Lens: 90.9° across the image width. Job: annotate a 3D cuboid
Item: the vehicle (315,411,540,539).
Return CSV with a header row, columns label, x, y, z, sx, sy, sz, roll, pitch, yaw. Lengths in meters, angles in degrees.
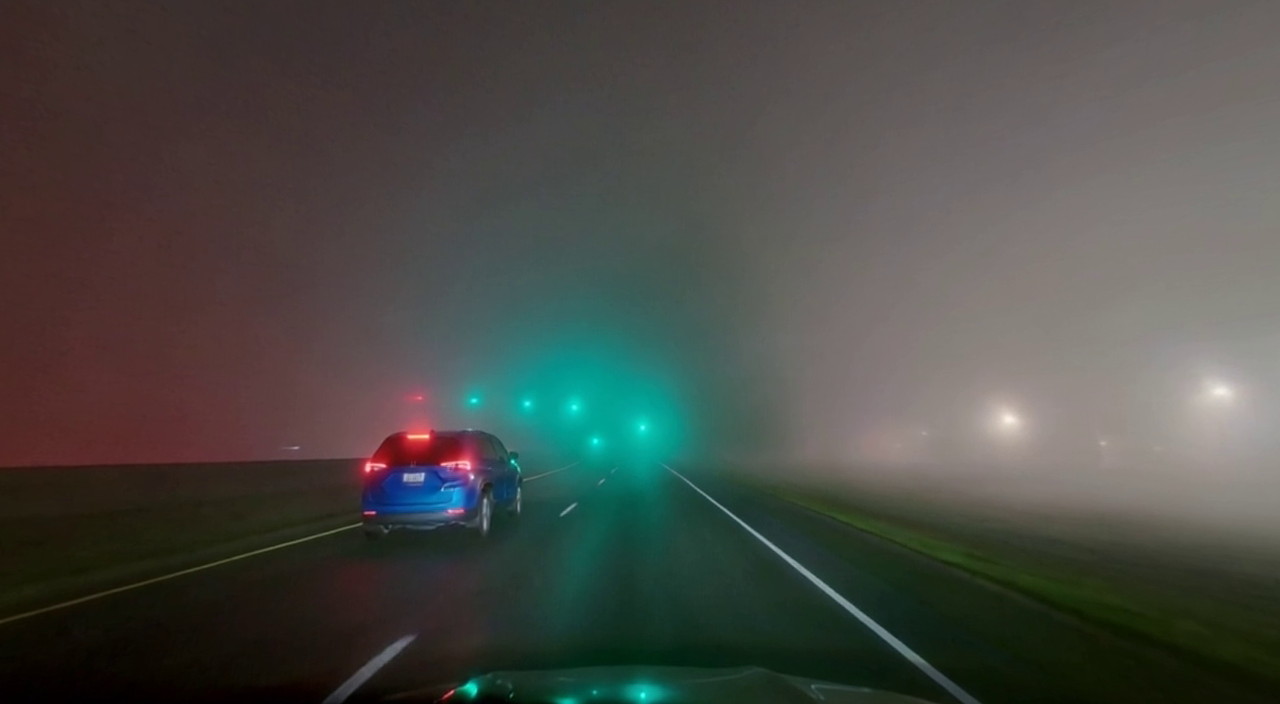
label,x,y,z,sx,sy,sz,roll,pitch,yaw
vehicle,-3.506,2.158,11.759,2.336,1.857,4.986,0,-8,1
